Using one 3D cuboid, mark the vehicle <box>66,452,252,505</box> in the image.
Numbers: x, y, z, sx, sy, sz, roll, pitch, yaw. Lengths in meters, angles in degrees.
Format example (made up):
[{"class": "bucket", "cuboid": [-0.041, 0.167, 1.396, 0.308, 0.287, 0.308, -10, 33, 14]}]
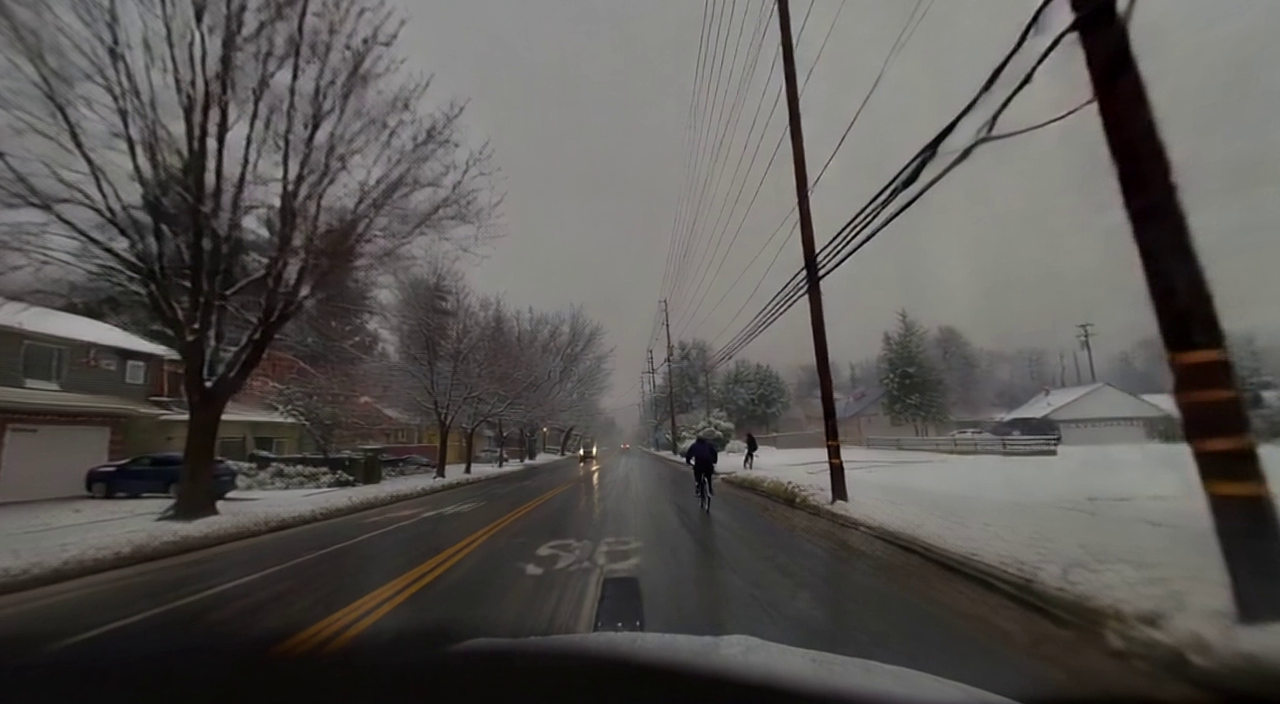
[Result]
[{"class": "vehicle", "cuboid": [-14.573, 3.829, 19.332, 4.143, 1.480, 1.755, 0, -8, -2]}]
